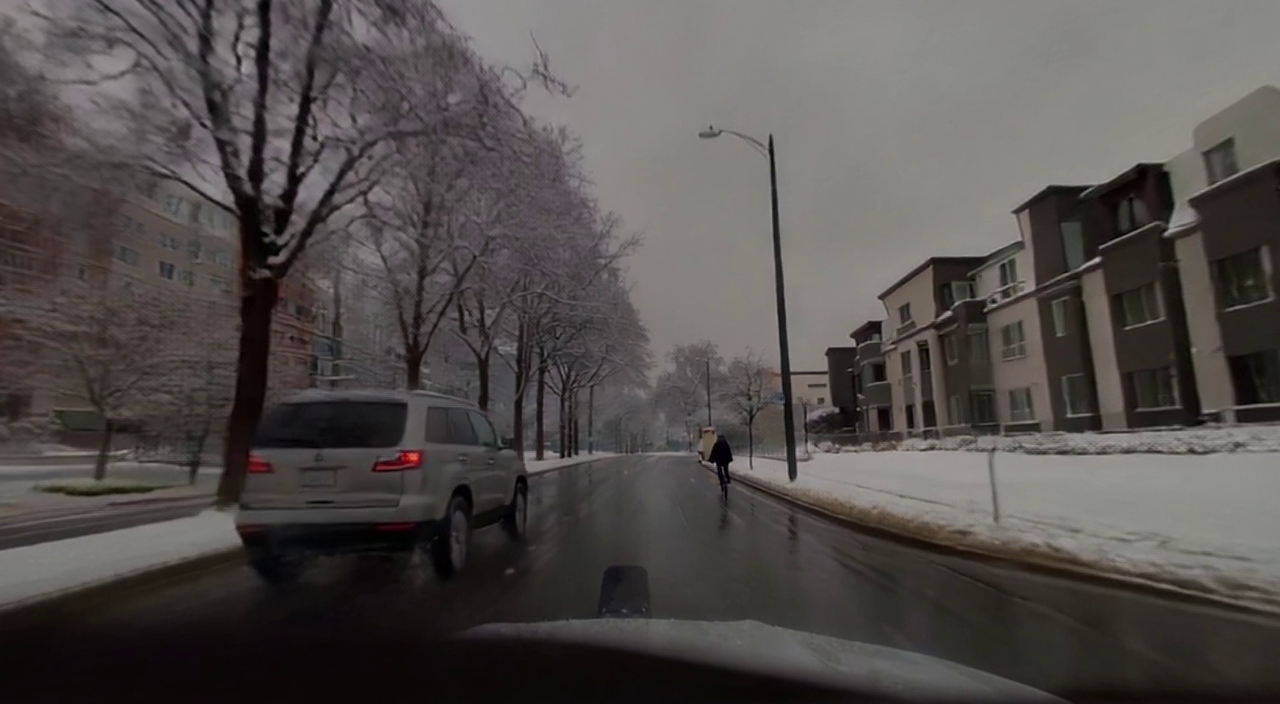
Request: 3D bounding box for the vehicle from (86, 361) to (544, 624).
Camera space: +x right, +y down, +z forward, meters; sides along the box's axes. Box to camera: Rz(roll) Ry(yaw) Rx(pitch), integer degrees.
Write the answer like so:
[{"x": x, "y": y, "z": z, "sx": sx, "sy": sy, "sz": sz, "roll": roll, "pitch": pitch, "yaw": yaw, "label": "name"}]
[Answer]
[{"x": -2.718, "y": 1.377, "z": 7.123, "sx": 2.294, "sy": 1.859, "sz": 5.127, "roll": -1, "pitch": -9, "yaw": 2, "label": "vehicle"}]
